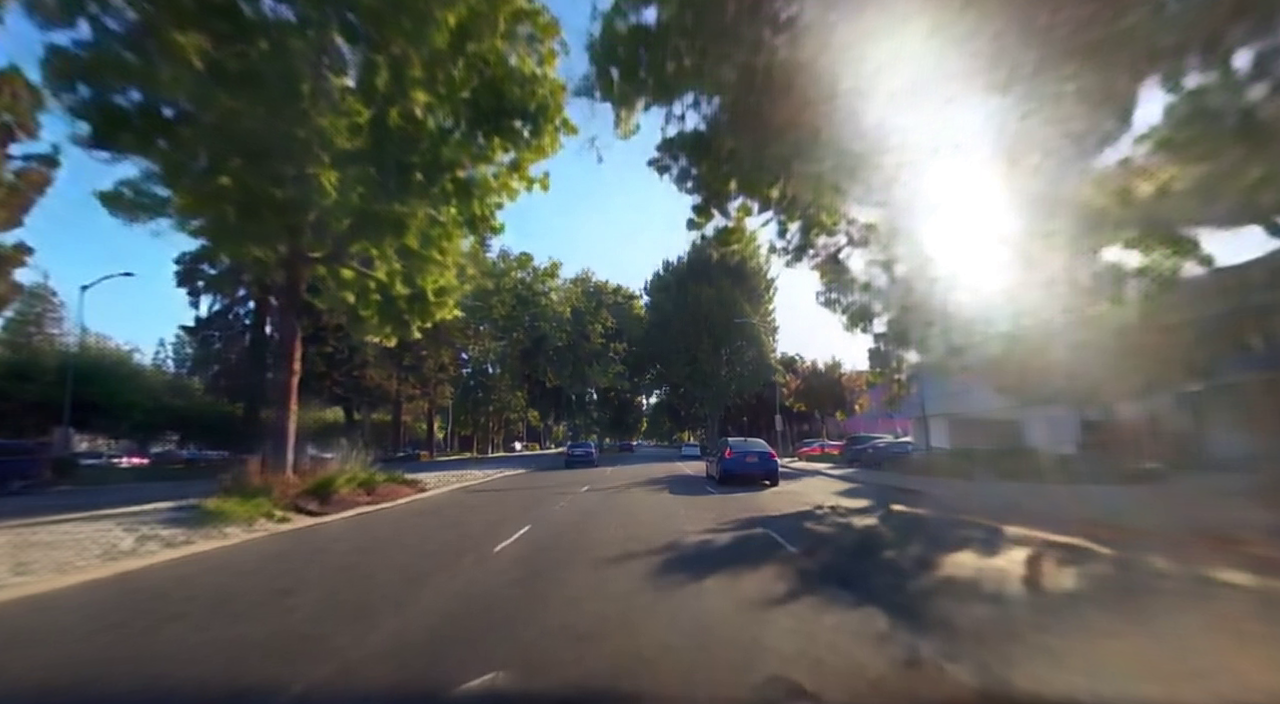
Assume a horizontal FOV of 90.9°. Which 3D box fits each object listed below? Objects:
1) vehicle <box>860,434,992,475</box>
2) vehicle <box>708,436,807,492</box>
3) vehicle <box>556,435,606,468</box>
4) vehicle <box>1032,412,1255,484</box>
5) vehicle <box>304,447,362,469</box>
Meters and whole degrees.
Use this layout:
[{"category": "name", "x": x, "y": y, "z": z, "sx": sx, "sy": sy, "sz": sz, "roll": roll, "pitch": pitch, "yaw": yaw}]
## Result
[{"category": "vehicle", "x": 13.769, "y": 4.934, "z": 30.516, "sx": 5.342, "sy": 1.867, "sz": 2.147, "roll": 0, "pitch": -8, "yaw": -5}, {"category": "vehicle", "x": 3.357, "y": 3.296, "z": 18.974, "sx": 2.083, "sy": 1.474, "sz": 4.360, "roll": 0, "pitch": -8, "yaw": -1}, {"category": "vehicle", "x": -3.022, "y": 5.204, "z": 33.193, "sx": 2.113, "sy": 1.626, "sz": 4.129, "roll": 0, "pitch": -8, "yaw": 2}, {"category": "vehicle", "x": 16.731, "y": 3.268, "z": 21.550, "sx": 2.160, "sy": 2.093, "sz": 5.795, "roll": 1, "pitch": -8, "yaw": -10}, {"category": "vehicle", "x": -21.530, "y": 7.443, "z": 44.379, "sx": 1.799, "sy": 1.465, "sz": 4.390, "roll": 0, "pitch": -8, "yaw": 2}]
